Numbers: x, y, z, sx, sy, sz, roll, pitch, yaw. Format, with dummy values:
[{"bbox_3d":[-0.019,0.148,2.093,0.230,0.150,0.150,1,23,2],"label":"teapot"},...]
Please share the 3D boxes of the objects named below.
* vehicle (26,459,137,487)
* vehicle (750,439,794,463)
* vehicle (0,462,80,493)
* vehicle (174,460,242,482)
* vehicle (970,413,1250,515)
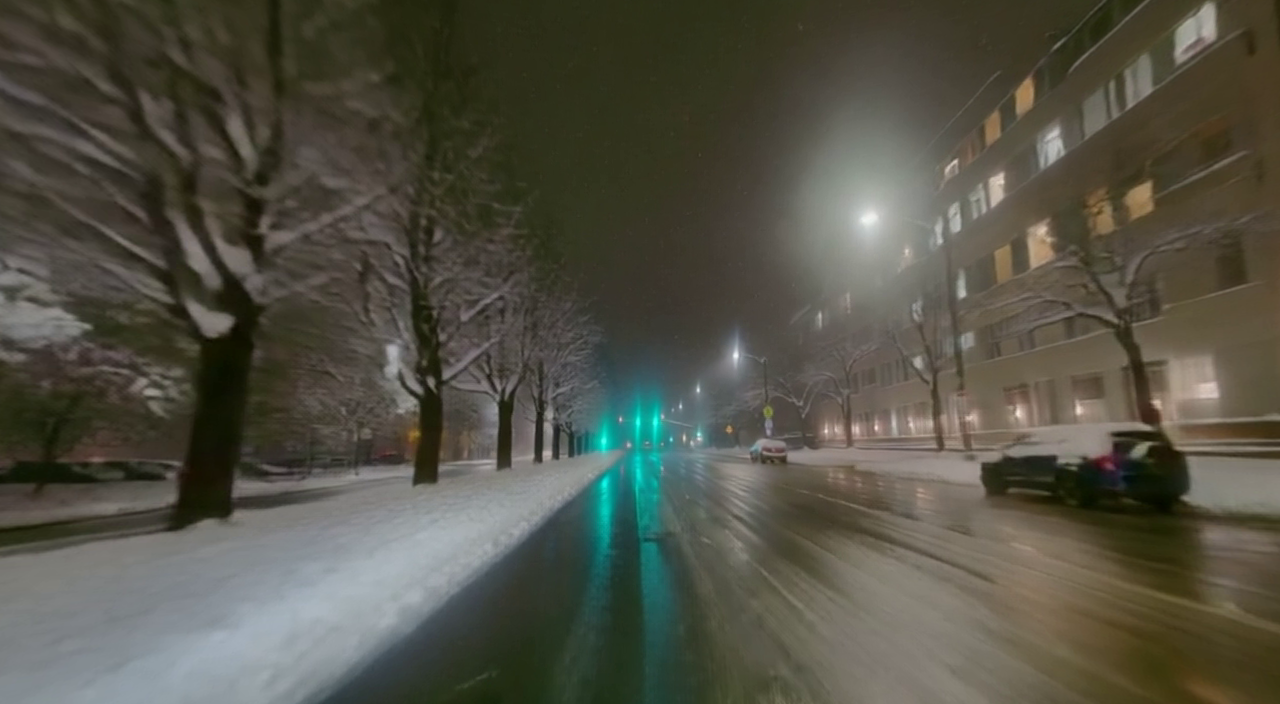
[{"bbox_3d":[-30.804,6.661,34.921,4.289,1.480,1.890,0,-8,1],"label":"vehicle"},{"bbox_3d":[9.939,7.516,47.933,2.051,1.726,4.898,0,-9,-3],"label":"vehicle"},{"bbox_3d":[-31.261,6.366,32.107,3.816,1.450,1.967,-1,-8,4],"label":"vehicle"},{"bbox_3d":[-30.973,8.543,45.321,3.652,1.488,1.678,-1,-8,3],"label":"vehicle"},{"bbox_3d":[9.975,2.431,14.150,2.272,1.843,4.913,0,-9,-3],"label":"vehicle"}]
